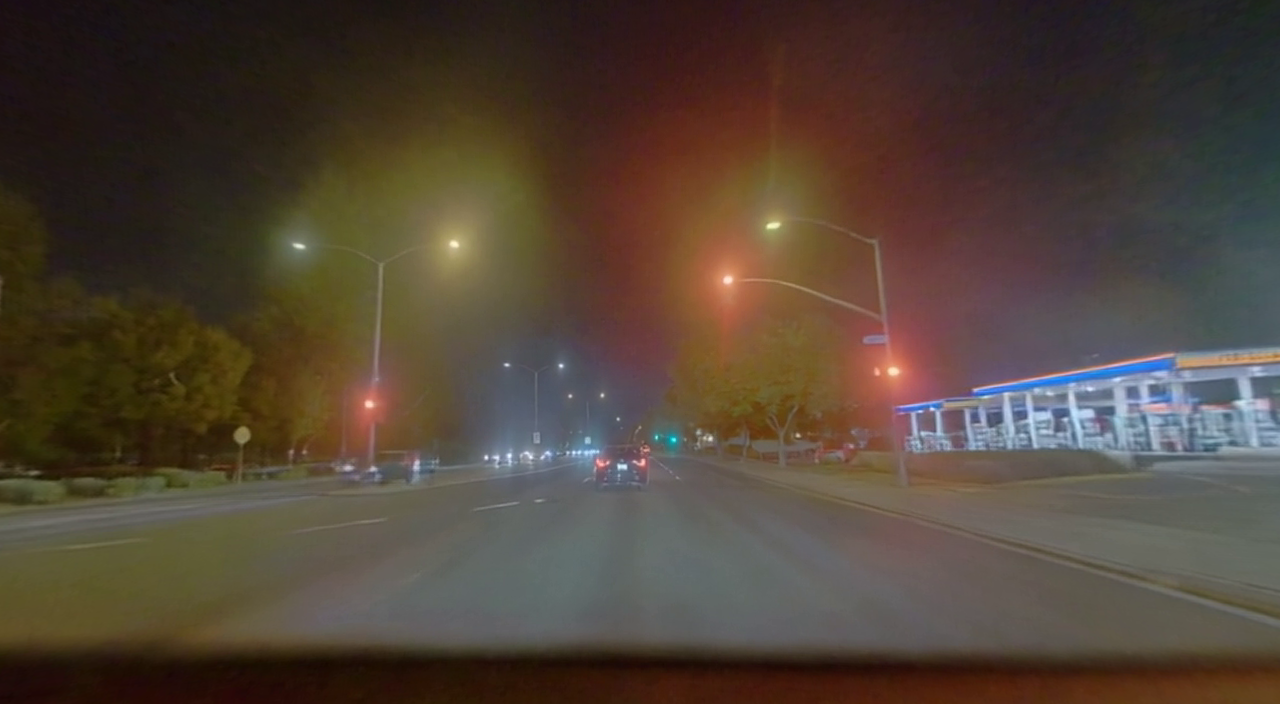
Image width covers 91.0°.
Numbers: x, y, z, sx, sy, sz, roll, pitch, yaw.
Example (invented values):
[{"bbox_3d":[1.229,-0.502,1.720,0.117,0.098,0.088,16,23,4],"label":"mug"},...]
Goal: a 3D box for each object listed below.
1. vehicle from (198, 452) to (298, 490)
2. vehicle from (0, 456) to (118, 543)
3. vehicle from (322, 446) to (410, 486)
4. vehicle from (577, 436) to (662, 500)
[{"bbox_3d":[-19.780,6.013,32.073,1.979,1.710,4.652,0,-9,1],"label":"vehicle"},{"bbox_3d":[-12.824,2.795,11.940,1.989,1.539,4.413,0,-9,1],"label":"vehicle"},{"bbox_3d":[-12.326,5.143,28.695,1.994,1.647,4.331,0,-9,1],"label":"vehicle"},{"bbox_3d":[-0.501,3.140,17.492,2.062,1.519,4.214,0,-9,0],"label":"vehicle"}]
